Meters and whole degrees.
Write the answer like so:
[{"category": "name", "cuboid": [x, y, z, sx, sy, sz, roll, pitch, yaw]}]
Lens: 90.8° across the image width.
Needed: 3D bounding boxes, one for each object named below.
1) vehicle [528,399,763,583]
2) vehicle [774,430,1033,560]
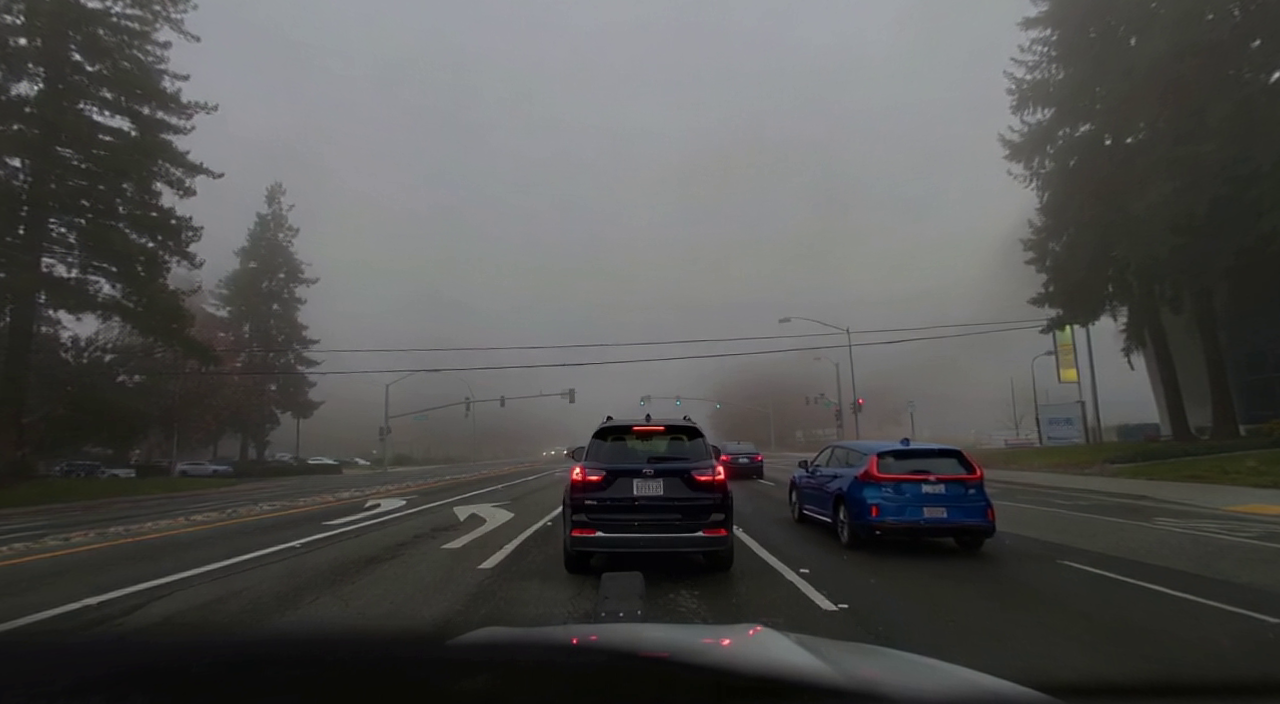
[{"category": "vehicle", "cuboid": [0.055, 1.656, 8.254, 2.266, 1.762, 4.131, 0, -9, 0]}, {"category": "vehicle", "cuboid": [3.508, 1.985, 9.504, 1.997, 1.471, 4.321, 0, -9, 0]}]
